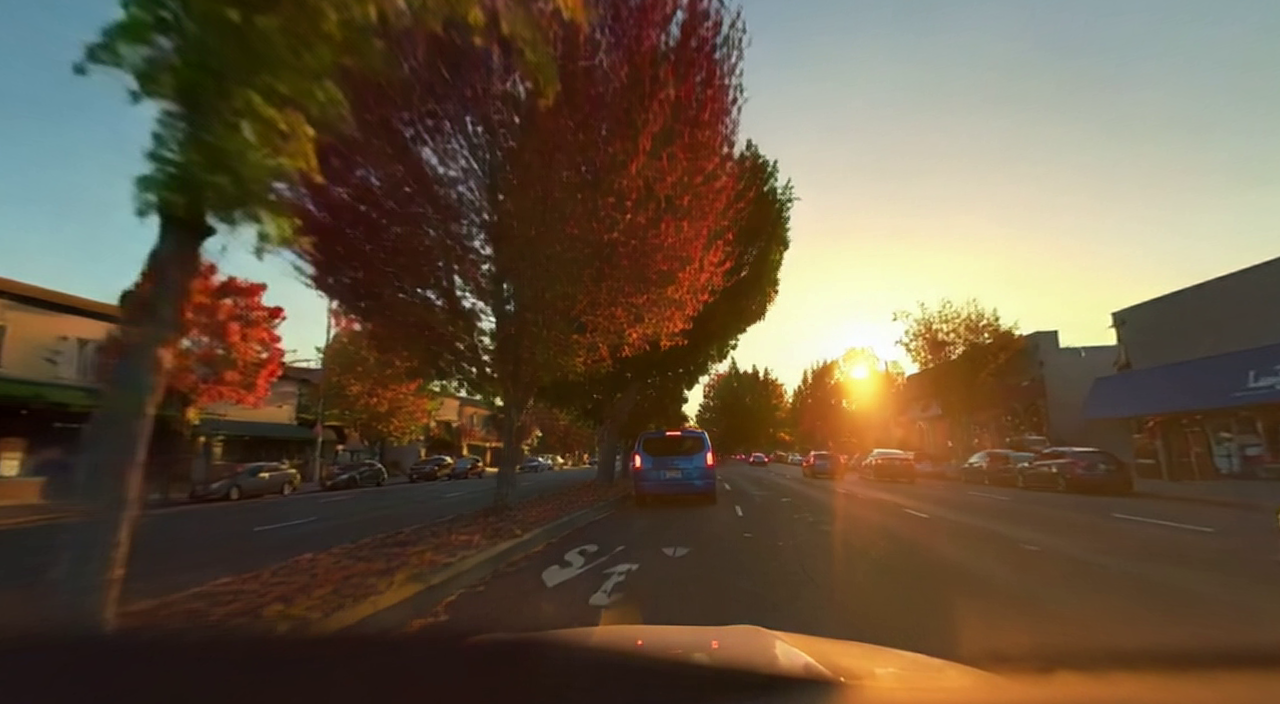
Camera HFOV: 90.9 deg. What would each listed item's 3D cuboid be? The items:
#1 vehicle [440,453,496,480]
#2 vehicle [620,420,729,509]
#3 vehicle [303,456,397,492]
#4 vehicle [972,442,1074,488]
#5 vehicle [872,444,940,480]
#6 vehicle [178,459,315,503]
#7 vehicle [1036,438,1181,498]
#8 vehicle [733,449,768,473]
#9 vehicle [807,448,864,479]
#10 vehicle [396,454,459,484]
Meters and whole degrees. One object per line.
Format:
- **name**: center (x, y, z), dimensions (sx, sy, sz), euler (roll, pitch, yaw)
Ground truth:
- **vehicle**: center (-11.526, 7.696, 42.642), dimensions (1.921, 1.621, 4.930), euler (-1, -9, 6)
- **vehicle**: center (1.029, 2.759, 15.897), dimensions (2.344, 1.863, 4.665), euler (-1, -9, 7)
- **vehicle**: center (-13.210, 5.565, 29.067), dimensions (1.877, 1.445, 4.436), euler (-1, -9, 6)
- **vehicle**: center (16.018, 4.712, 26.688), dimensions (1.938, 1.755, 4.415), euler (-1, -9, 7)
- **vehicle**: center (13.862, 5.716, 33.139), dimensions (2.040, 1.738, 4.414), euler (-1, -9, 6)
- **vehicle**: center (-14.108, 4.620, 22.951), dimensions (1.797, 1.351, 4.300), euler (-1, -9, 8)
- **vehicle**: center (15.489, 3.821, 21.165), dimensions (2.076, 1.759, 3.970), euler (-1, -9, 7)
- **vehicle**: center (8.171, 8.049, 46.850), dimensions (2.249, 1.621, 3.978), euler (-1, -9, 6)
- **vehicle**: center (9.947, 5.675, 32.419), dimensions (1.886, 1.464, 4.290), euler (-1, -9, 6)
- **vehicle**: center (-12.380, 6.815, 37.036), dimensions (1.947, 1.558, 4.065), euler (-1, -9, 5)
